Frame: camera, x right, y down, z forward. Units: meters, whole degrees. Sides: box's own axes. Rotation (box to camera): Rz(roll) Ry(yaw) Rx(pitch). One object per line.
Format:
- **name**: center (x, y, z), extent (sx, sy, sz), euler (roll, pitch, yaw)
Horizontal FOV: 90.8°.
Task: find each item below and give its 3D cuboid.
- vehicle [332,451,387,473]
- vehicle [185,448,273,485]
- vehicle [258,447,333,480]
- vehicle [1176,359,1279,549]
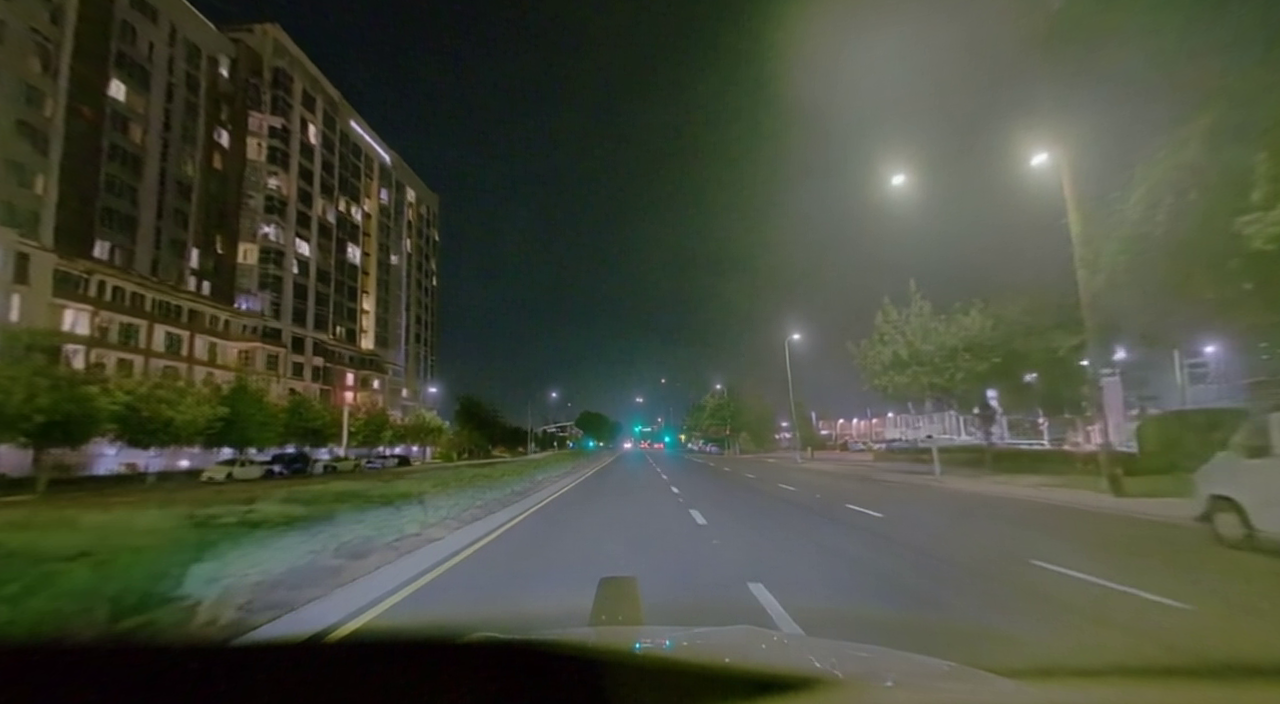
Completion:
- **vehicle**: center (-20.346, 7.970, 46.085), extent (1.798, 1.487, 4.486), euler (0, -8, 2)
- **vehicle**: center (-22.067, 6.113, 34.122), extent (1.863, 1.845, 4.073), euler (0, -8, 1)
- **vehicle**: center (-21.239, 6.860, 39.192), extent (1.879, 1.757, 4.656), euler (-2, -7, 3)
- **vehicle**: center (9.886, 1.150, 7.003), extent (2.456, 2.534, 5.930), euler (0, -8, -2)
